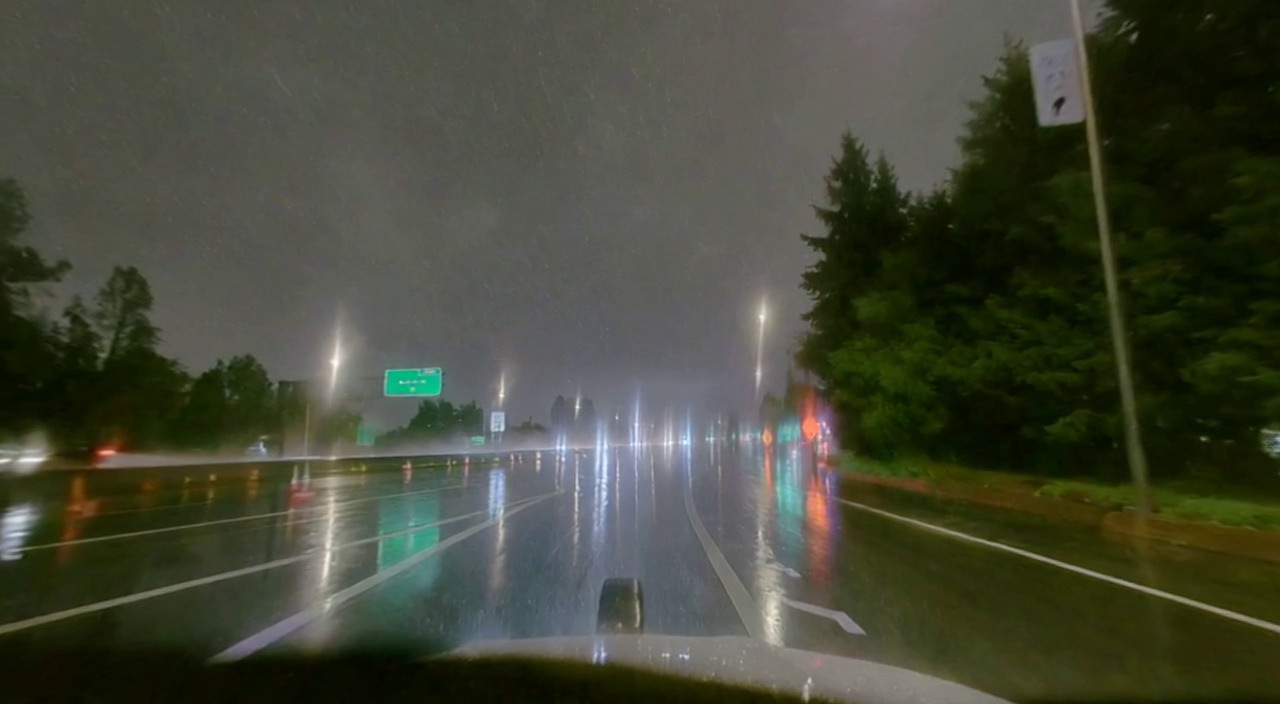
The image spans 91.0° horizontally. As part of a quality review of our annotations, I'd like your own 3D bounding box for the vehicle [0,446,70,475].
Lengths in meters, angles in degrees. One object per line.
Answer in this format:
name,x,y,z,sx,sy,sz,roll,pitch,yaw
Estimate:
vehicle,-36.935,6.347,36.870,1.879,1.604,5.062,-1,-8,9
